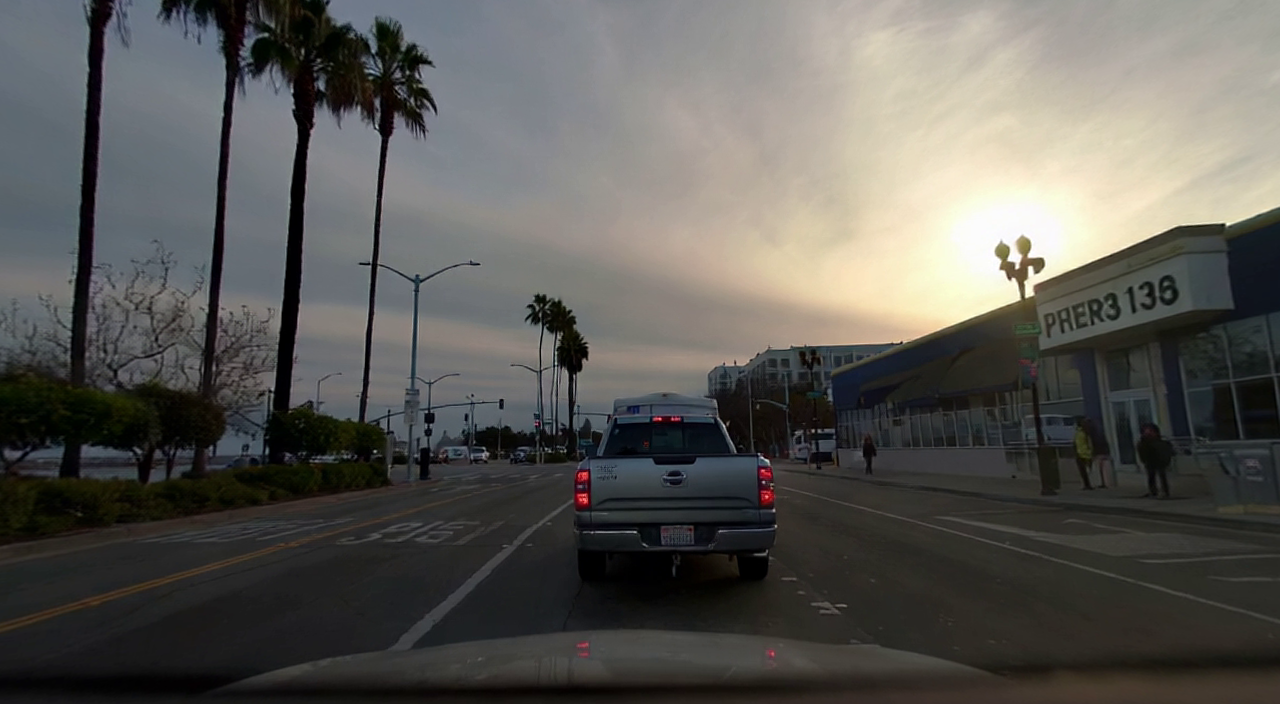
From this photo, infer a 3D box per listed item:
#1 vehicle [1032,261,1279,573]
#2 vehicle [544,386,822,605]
[{"bbox_3d":[7.844,0.874,8.578,2.666,3.345,3.622,-3,-9,7],"label":"vehicle"},{"bbox_3d":[0.404,1.587,7.981,2.311,1.819,5.255,0,-8,1],"label":"vehicle"}]
